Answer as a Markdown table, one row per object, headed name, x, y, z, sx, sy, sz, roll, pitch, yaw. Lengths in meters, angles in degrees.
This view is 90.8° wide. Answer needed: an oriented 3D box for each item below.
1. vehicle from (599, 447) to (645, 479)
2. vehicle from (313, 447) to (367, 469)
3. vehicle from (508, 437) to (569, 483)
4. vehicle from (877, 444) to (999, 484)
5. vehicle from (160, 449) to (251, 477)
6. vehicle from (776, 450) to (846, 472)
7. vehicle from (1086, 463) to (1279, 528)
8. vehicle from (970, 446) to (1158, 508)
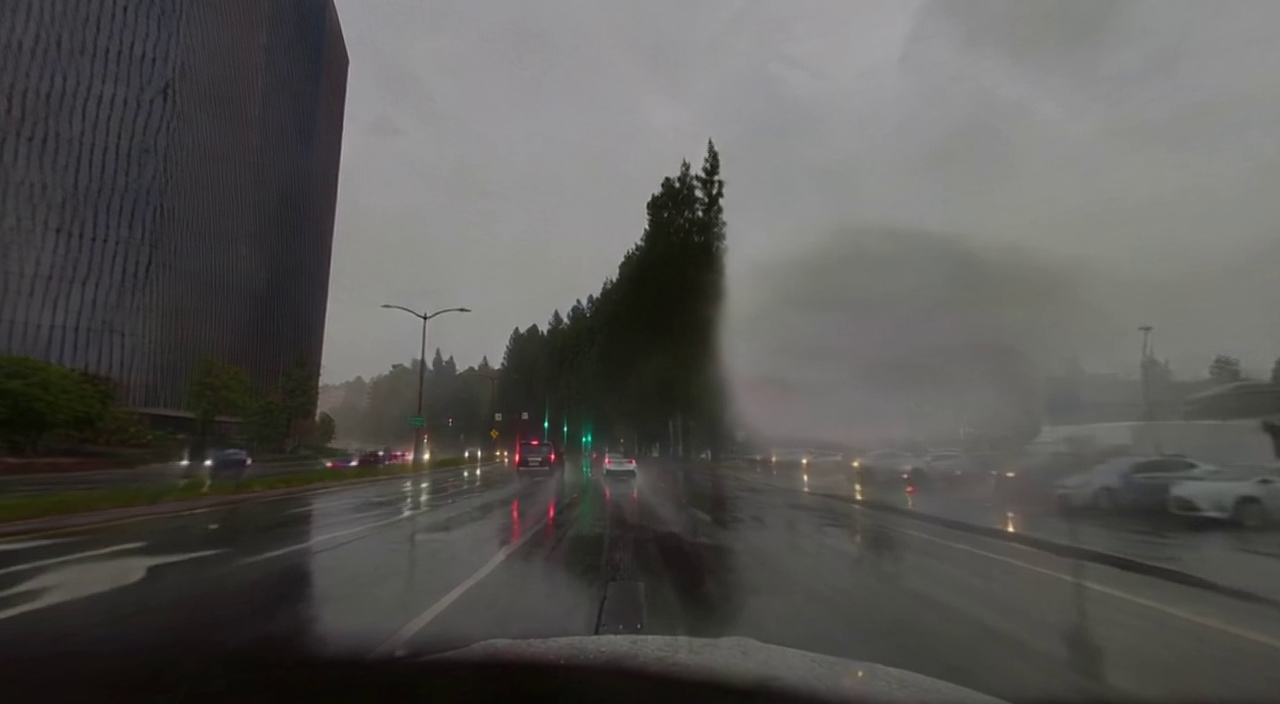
| name | x | y | z | sx | sy | sz | roll | pitch | yaw |
| --- | --- | --- | --- | --- | --- | --- | --- | --- | --- |
| vehicle | -0.920 | 5.243 | 30.154 | 2.050 | 1.385 | 4.096 | 0 | -8 | -3 |
| vehicle | -19.676 | 6.962 | 41.655 | 1.605 | 1.292 | 4.497 | 0 | -8 | -4 |
| vehicle | -4.163 | 4.500 | 26.648 | 2.001 | 1.784 | 4.483 | 0 | -8 | -2 |
| vehicle | 13.250 | 5.021 | 28.292 | 4.489 | 1.652 | 1.783 | -1 | -9 | 2 |
| vehicle | -22.545 | 5.752 | 33.014 | 1.842 | 1.315 | 4.463 | 0 | -8 | -4 |
| vehicle | 12.104 | 7.713 | 44.918 | 4.470 | 1.429 | 1.878 | 0 | -7 | 0 |
| vehicle | 13.334 | 3.312 | 14.764 | 4.383 | 1.348 | 1.715 | -1 | -10 | 2 |
| vehicle | 13.231 | 3.876 | 19.926 | 4.569 | 1.813 | 1.872 | 0 | -8 | -1 |
